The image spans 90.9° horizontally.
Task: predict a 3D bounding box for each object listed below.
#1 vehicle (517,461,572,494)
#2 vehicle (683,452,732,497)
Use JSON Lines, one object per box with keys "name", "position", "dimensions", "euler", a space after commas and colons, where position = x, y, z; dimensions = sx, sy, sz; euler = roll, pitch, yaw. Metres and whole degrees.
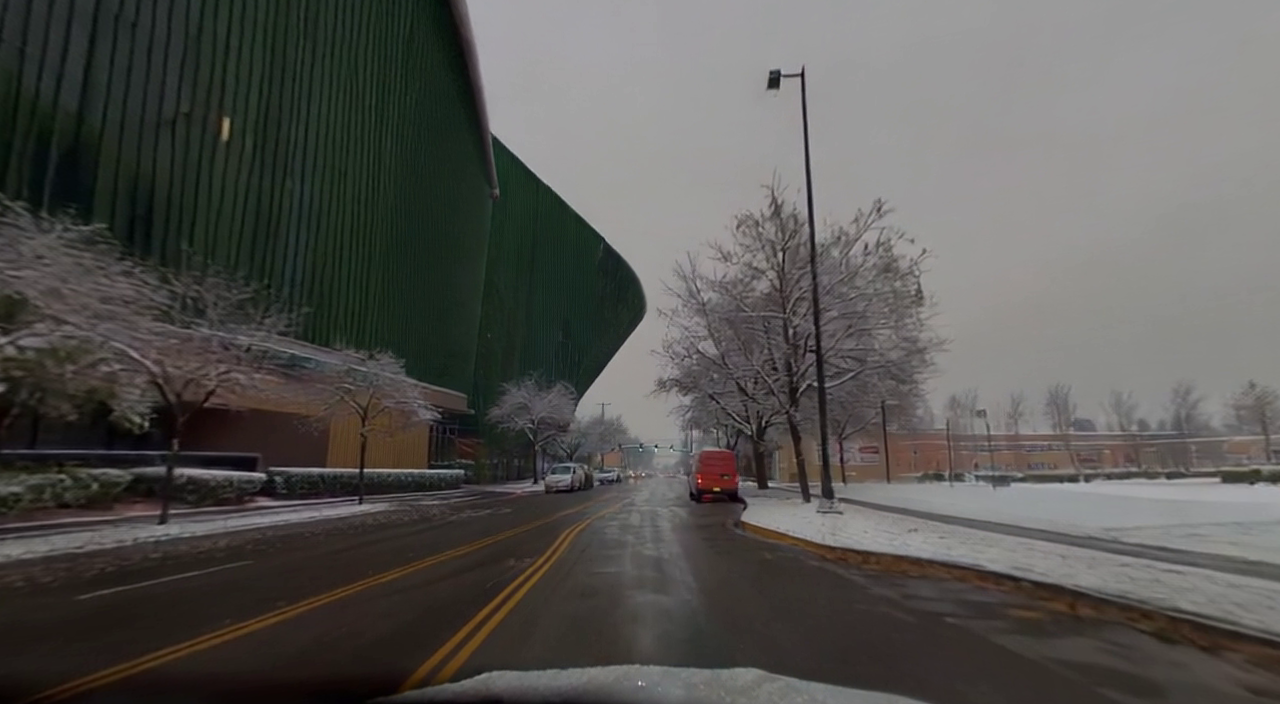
{"name": "vehicle", "position": [-5.588, 7.401, 37.441], "dimensions": [2.043, 1.778, 4.602], "euler": [-3, -10, 6]}
{"name": "vehicle", "position": [3.237, 6.013, 31.049], "dimensions": [2.064, 2.010, 4.791], "euler": [0, -10, 2]}
